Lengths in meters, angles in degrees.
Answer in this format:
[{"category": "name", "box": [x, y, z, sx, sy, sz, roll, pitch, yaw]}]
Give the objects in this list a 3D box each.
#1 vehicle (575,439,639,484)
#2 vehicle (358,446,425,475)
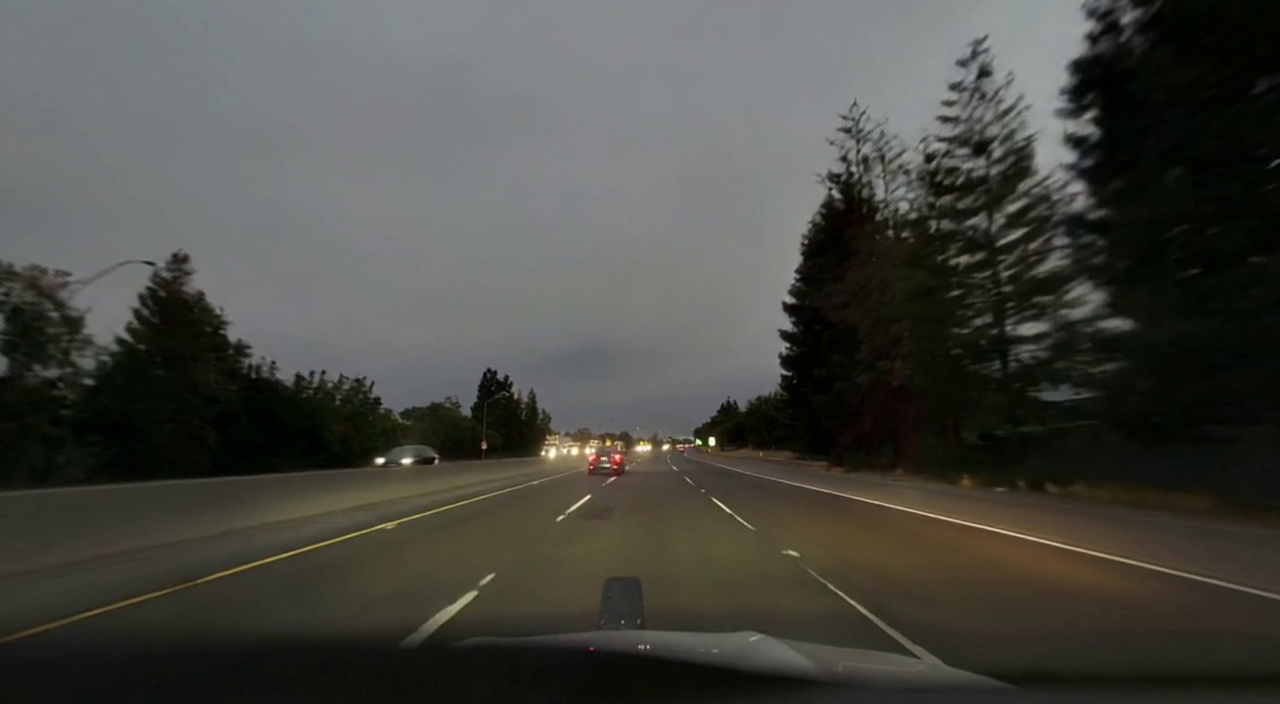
[{"category": "vehicle", "box": [-1.234, 4.430, 25.730, 2.231, 1.652, 4.503, 0, -9, 2]}, {"category": "vehicle", "box": [-15.234, 6.672, 38.965, 2.181, 1.678, 4.625, 0, -9, 1]}]
